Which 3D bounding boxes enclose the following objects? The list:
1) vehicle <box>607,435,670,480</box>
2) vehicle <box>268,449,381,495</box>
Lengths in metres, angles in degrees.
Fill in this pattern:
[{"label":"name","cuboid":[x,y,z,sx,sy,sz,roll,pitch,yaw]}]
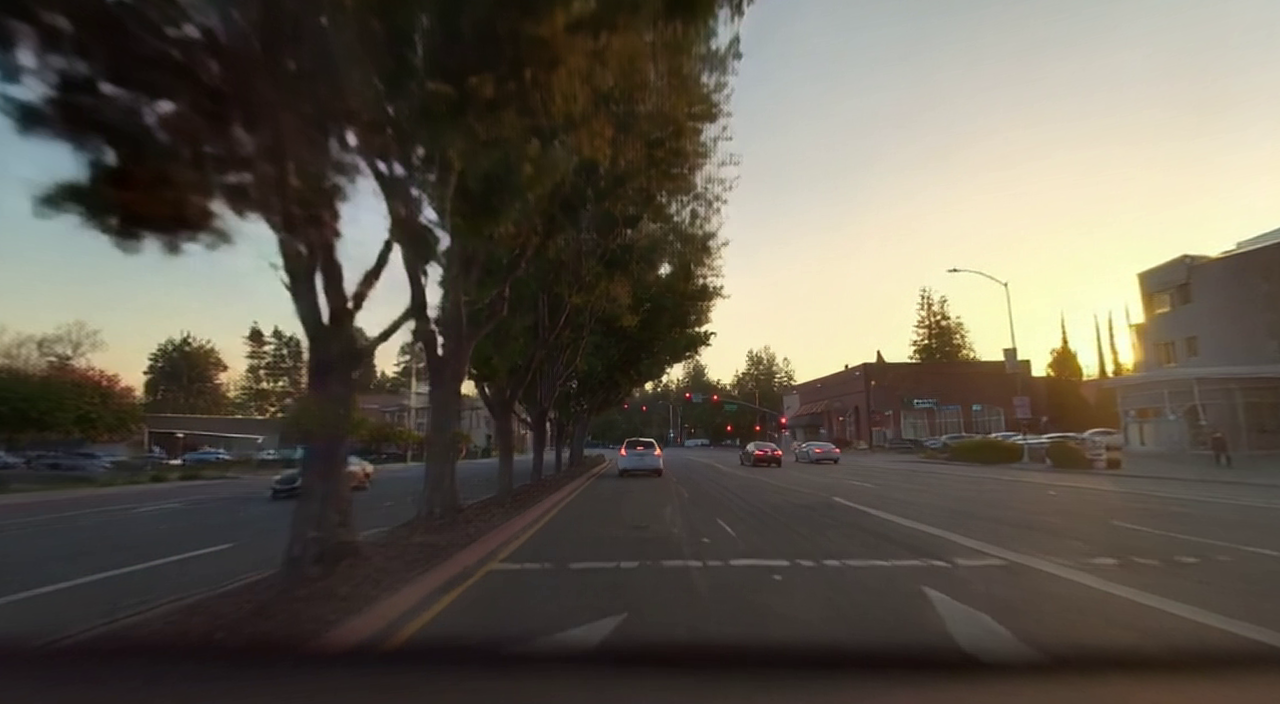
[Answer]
[{"label":"vehicle","cuboid":[-0.053,3.764,22.774,2.064,1.477,3.968,0,-8,0]},{"label":"vehicle","cuboid":[-11.341,4.310,23.090,1.907,1.485,4.293,0,-8,0]}]
